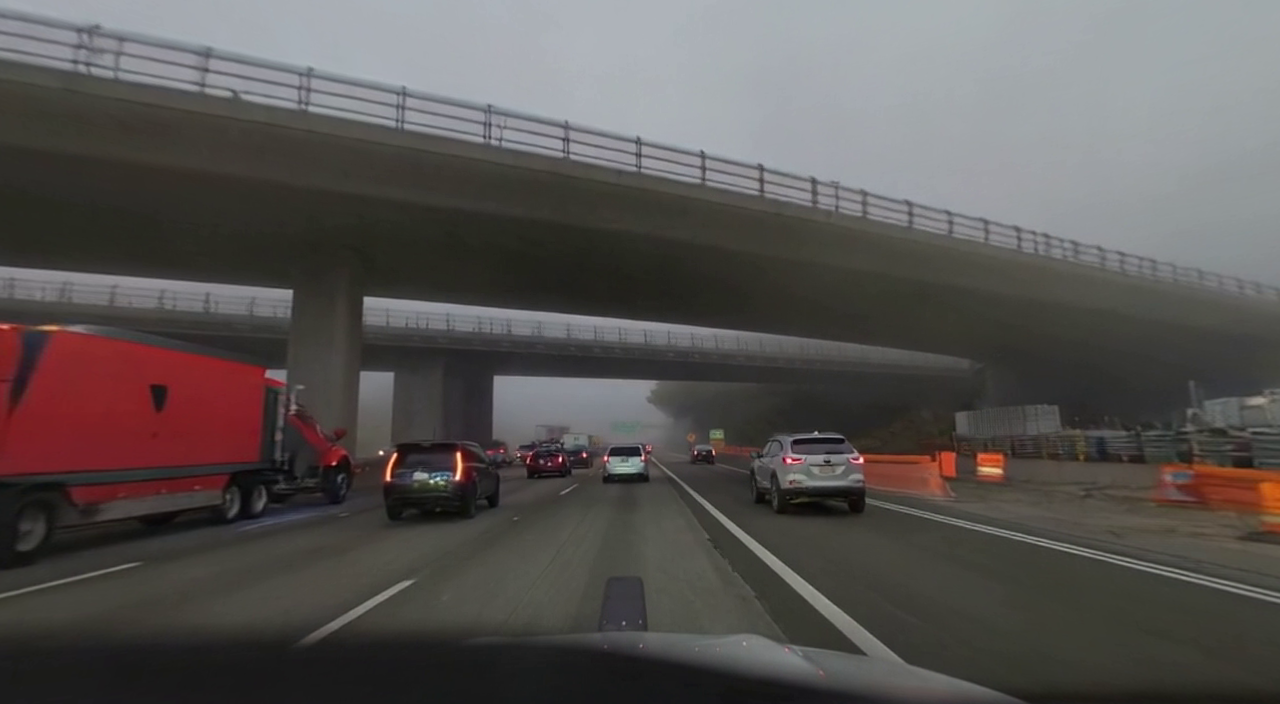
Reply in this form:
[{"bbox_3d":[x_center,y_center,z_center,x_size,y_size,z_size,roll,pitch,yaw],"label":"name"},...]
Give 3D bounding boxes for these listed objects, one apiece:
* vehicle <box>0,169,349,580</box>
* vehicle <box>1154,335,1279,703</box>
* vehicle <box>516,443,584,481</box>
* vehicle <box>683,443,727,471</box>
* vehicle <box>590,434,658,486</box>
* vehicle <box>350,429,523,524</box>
[{"bbox_3d":[-7.567,0.437,7.531,2.959,3.886,10.574,0,-8,1],"label":"vehicle"},{"bbox_3d":[3.324,0.511,0.461,2.036,1.676,4.599,0,-8,1],"label":"vehicle"},{"bbox_3d":[-3.718,4.633,26.935,2.141,1.455,4.447,0,-8,1],"label":"vehicle"},{"bbox_3d":[3.573,5.871,35.424,2.003,1.465,4.092,0,-8,-1],"label":"vehicle"},{"bbox_3d":[-0.532,3.878,22.982,2.270,1.696,4.061,0,-8,0],"label":"vehicle"},{"bbox_3d":[-3.987,2.509,13.300,2.124,1.639,4.344,0,-8,1],"label":"vehicle"}]
